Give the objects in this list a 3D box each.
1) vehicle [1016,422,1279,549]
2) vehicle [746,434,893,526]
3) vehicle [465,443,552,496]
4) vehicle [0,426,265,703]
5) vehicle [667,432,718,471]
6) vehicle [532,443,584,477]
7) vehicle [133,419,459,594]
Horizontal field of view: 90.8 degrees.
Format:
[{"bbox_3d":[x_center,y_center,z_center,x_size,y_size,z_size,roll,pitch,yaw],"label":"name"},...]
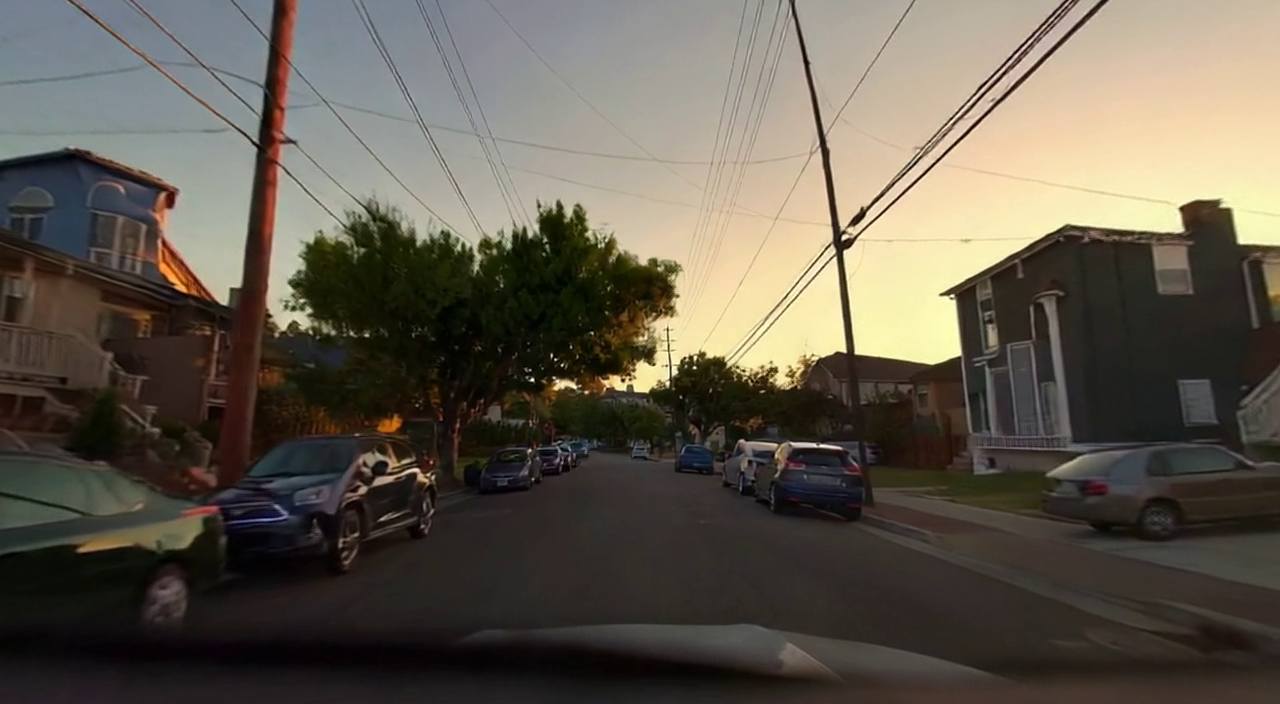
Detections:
[{"bbox_3d":[7.973,1.742,8.568,4.480,1.497,1.884,-1,-8,2],"label":"vehicle"},{"bbox_3d":[3.461,2.529,13.059,1.916,1.587,3.986,0,-9,1],"label":"vehicle"},{"bbox_3d":[-4.020,3.653,20.081,1.998,1.476,4.410,0,-9,-2],"label":"vehicle"},{"bbox_3d":[-4.053,1.117,3.101,1.745,1.490,4.304,0,-8,0],"label":"vehicle"},{"bbox_3d":[3.085,6.042,38.484,2.564,2.155,6.053,0,-8,0],"label":"vehicle"},{"bbox_3d":[-3.900,5.234,30.770,1.979,1.471,4.366,1,-9,0],"label":"vehicle"},{"bbox_3d":[-3.845,1.767,8.028,1.876,1.645,3.911,0,-9,0],"label":"vehicle"}]
